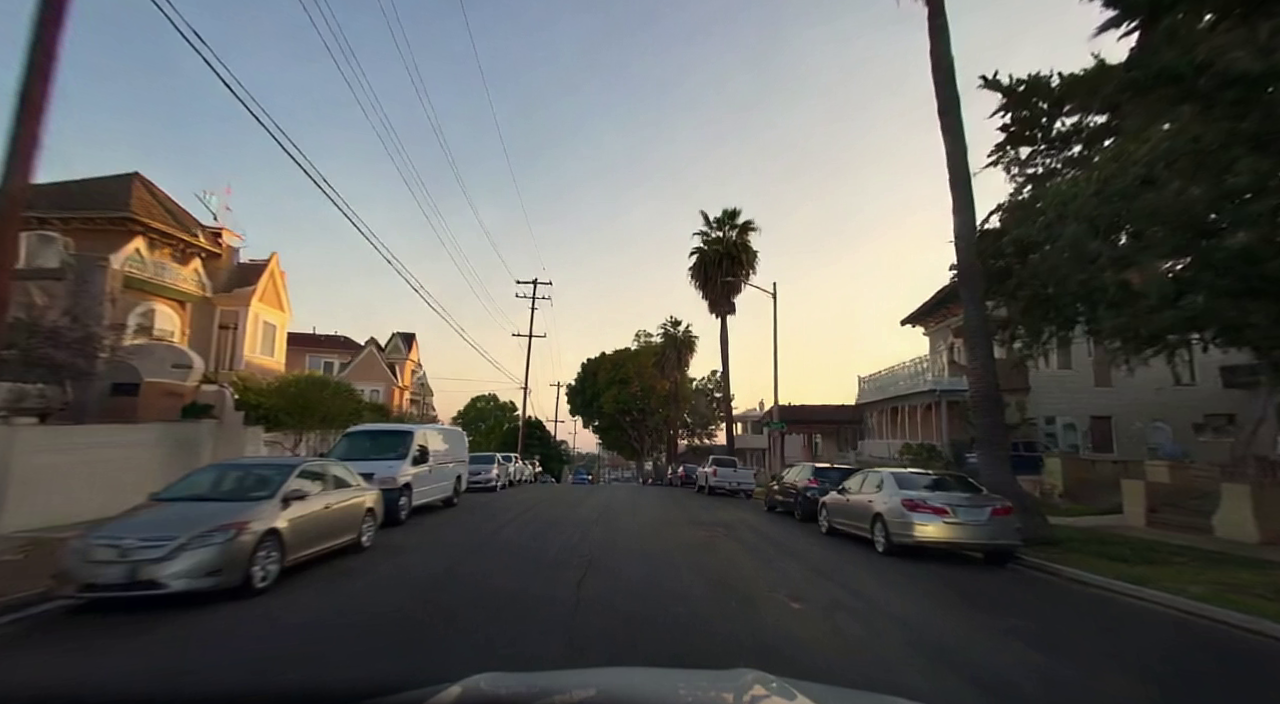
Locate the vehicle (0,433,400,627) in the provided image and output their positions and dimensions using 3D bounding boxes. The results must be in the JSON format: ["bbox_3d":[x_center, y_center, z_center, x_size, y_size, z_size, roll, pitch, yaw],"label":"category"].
[{"bbox_3d":[-4.513,1.736,7.308,2.022,1.489,4.590,1,-8,-5],"label":"vehicle"}]

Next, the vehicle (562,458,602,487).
[{"bbox_3d":[-3.336,7.046,37.104,2.060,1.483,4.574,0,-8,-2],"label":"vehicle"}]

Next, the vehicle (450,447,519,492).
[{"bbox_3d":[-5.800,4.397,24.015,1.889,1.499,4.468,1,-8,-5],"label":"vehicle"}]

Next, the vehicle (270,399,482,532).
[{"bbox_3d":[-5.022,2.259,13.134,2.348,2.144,5.481,1,-8,-4],"label":"vehicle"}]

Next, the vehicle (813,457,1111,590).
[{"bbox_3d":[4.489,2.424,9.825,2.043,1.461,4.504,1,-8,-4],"label":"vehicle"}]

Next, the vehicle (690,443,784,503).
[{"bbox_3d":[3.575,4.606,24.650,2.358,2.008,5.957,1,-8,-4],"label":"vehicle"}]
